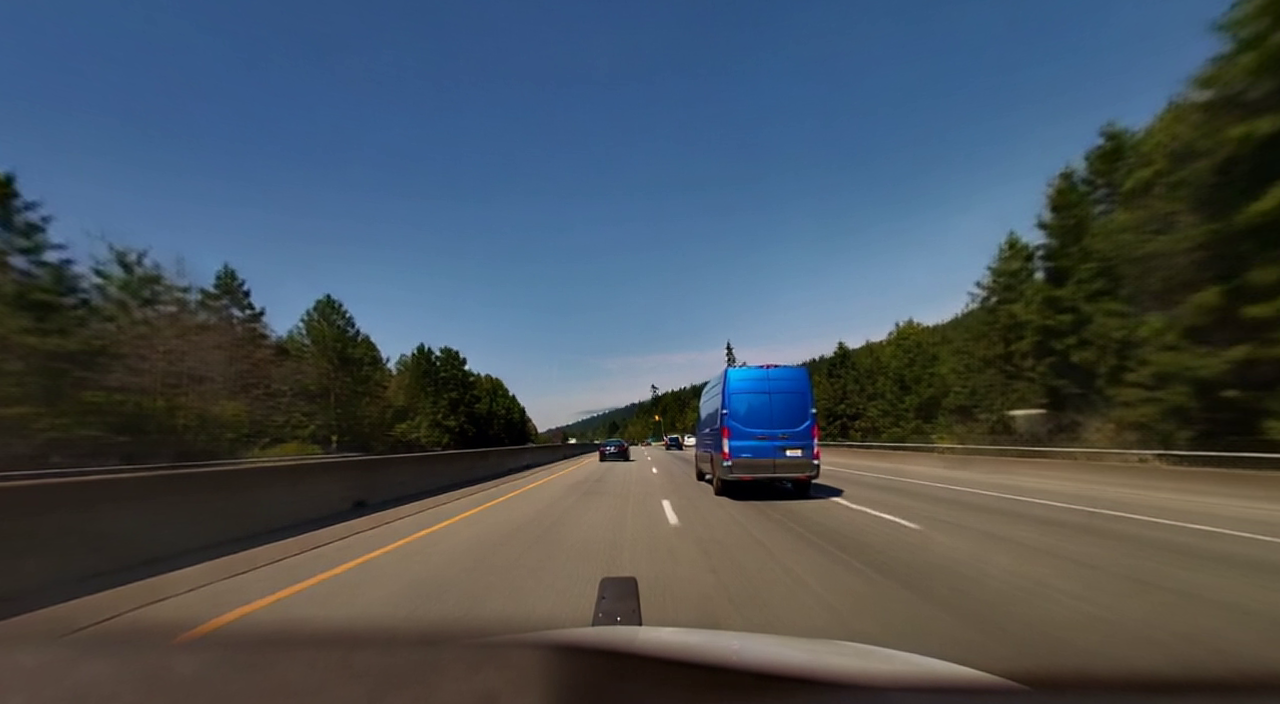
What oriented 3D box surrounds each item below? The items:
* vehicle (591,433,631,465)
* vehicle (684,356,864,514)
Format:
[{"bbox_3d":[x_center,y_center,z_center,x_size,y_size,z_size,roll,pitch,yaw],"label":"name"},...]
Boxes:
[{"bbox_3d":[-1.388,4.870,31.885,1.900,1.524,4.324,0,-8,-1],"label":"vehicle"},{"bbox_3d":[2.458,1.840,14.032,2.416,2.595,7.243,0,-8,0],"label":"vehicle"}]
